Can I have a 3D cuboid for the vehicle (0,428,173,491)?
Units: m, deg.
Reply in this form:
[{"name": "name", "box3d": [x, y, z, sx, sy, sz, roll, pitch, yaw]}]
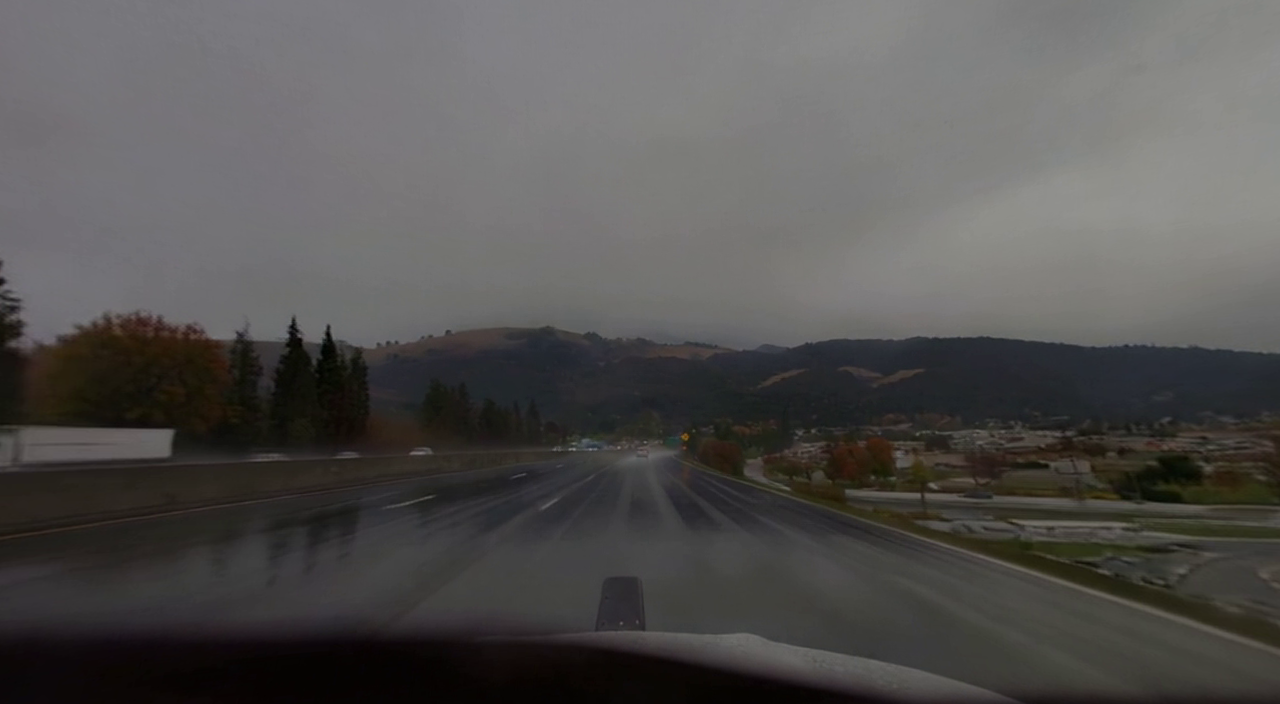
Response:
[{"name": "vehicle", "box3d": [-43.663, 8.290, 49.298, 2.915, 4.143, 15.068, 0, -9, -1]}]
